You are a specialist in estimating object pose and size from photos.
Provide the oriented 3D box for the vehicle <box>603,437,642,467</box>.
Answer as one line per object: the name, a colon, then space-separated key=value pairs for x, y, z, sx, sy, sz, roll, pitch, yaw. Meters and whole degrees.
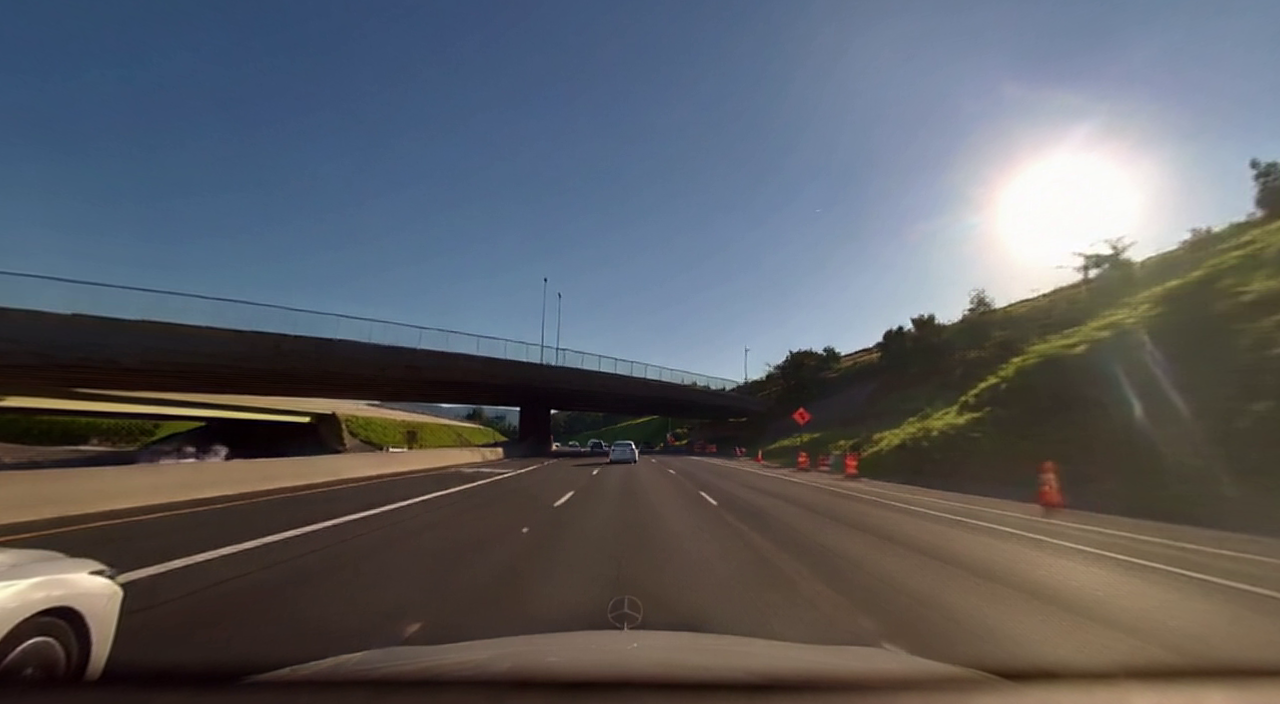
vehicle: x=-1.177 y=6.345 z=40.140 sx=2.328 sy=1.805 sz=4.502 roll=0 pitch=-8 yaw=-3
